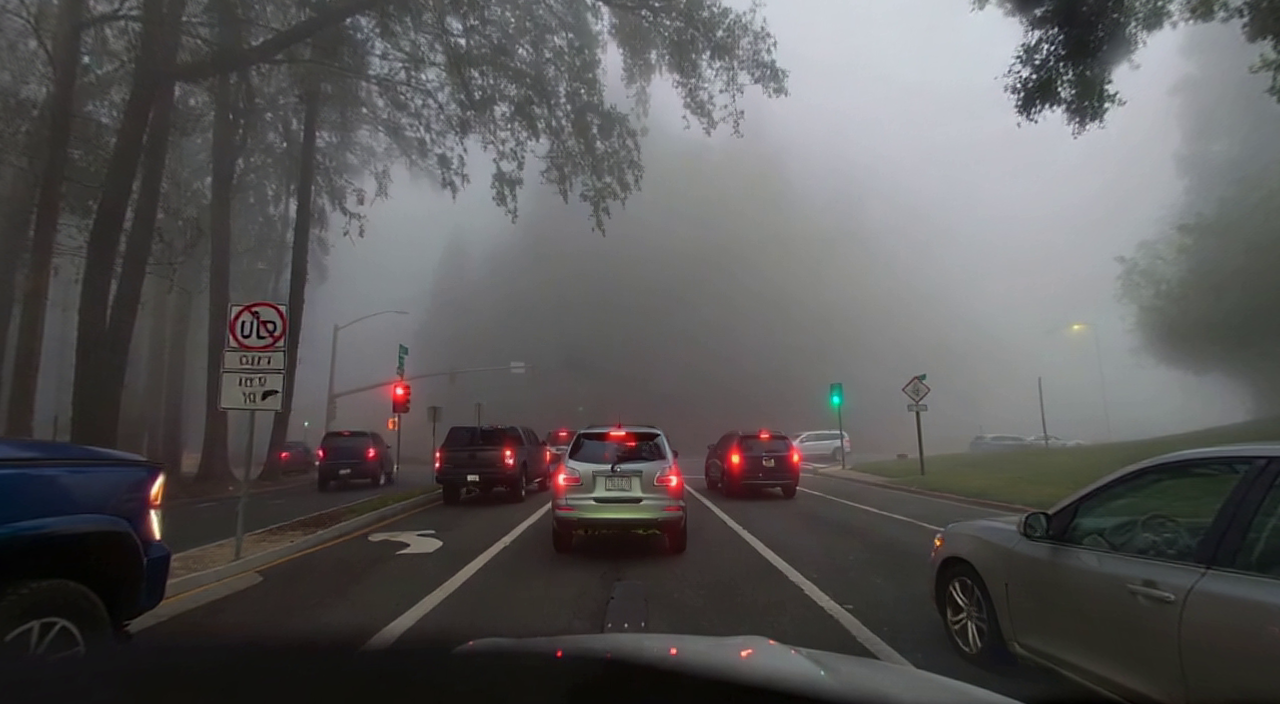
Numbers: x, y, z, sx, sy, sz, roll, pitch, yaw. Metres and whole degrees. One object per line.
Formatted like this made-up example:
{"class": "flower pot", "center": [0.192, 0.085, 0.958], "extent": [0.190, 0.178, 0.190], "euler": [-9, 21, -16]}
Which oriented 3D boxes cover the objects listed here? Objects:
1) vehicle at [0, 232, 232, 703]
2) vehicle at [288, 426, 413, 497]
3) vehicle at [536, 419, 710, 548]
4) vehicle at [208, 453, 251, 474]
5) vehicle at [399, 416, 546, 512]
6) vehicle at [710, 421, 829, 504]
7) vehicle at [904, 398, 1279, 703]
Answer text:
{"class": "vehicle", "center": [-3.482, 0.356, 0.316], "extent": [2.656, 2.021, 5.800], "euler": [0, -8, 0]}
{"class": "vehicle", "center": [-8.248, 3.141, 18.527], "extent": [2.088, 1.787, 4.728], "euler": [1, -9, -9]}
{"class": "vehicle", "center": [-0.223, 1.934, 9.881], "extent": [2.194, 1.607, 3.690], "euler": [0, -8, 0]}
{"class": "vehicle", "center": [-31.342, 8.478, 48.031], "extent": [1.950, 1.431, 4.198], "euler": [8, -12, -42]}
{"class": "vehicle", "center": [-3.631, 2.526, 14.656], "extent": [2.089, 1.857, 4.488], "euler": [0, -8, 1]}
{"class": "vehicle", "center": [3.132, 2.800, 16.376], "extent": [2.102, 1.841, 4.587], "euler": [0, -8, 0]}
{"class": "vehicle", "center": [3.009, 0.963, 2.517], "extent": [1.874, 1.477, 4.698], "euler": [0, -8, 0]}
